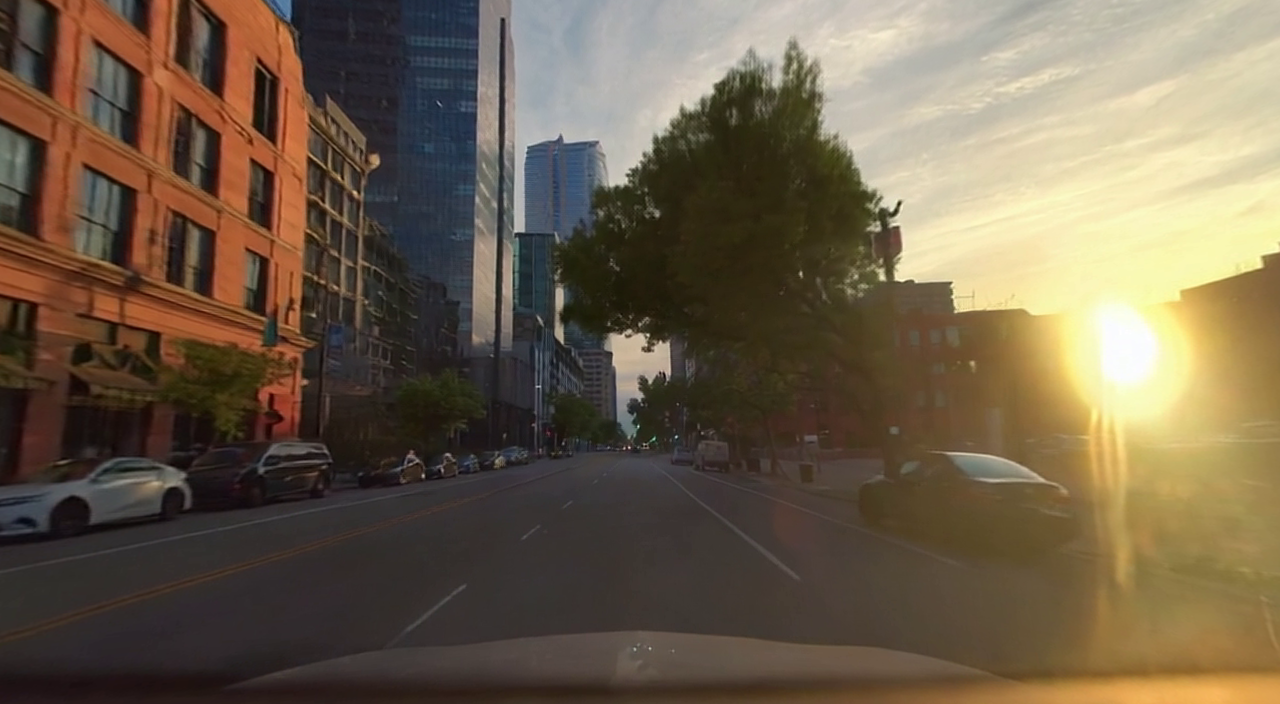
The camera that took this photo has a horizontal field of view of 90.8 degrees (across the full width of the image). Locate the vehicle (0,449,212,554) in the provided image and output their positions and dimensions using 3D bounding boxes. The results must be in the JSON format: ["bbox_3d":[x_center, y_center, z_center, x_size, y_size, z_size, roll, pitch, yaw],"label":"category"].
[{"bbox_3d":[-11.022,2.784,12.404,1.992,1.629,4.773,-3,-9,-1],"label":"vehicle"}]

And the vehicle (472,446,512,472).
[{"bbox_3d":[-11.396,8.288,48.850,2.039,1.770,4.445,-3,-10,-1],"label":"vehicle"}]

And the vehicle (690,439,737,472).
[{"bbox_3d":[4.525,6.500,39.733,2.237,1.908,5.320,1,-9,-1],"label":"vehicle"}]

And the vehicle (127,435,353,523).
[{"bbox_3d":[-10.931,3.515,18.194,2.574,1.922,6.292,-3,-9,-1],"label":"vehicle"}]

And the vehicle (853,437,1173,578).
[{"bbox_3d":[4.892,2.065,9.295,1.929,1.522,4.543,0,-9,0],"label":"vehicle"}]

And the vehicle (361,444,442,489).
[{"bbox_3d":[-11.397,5.479,30.629,1.970,1.828,5.519,-3,-9,-2],"label":"vehicle"}]
